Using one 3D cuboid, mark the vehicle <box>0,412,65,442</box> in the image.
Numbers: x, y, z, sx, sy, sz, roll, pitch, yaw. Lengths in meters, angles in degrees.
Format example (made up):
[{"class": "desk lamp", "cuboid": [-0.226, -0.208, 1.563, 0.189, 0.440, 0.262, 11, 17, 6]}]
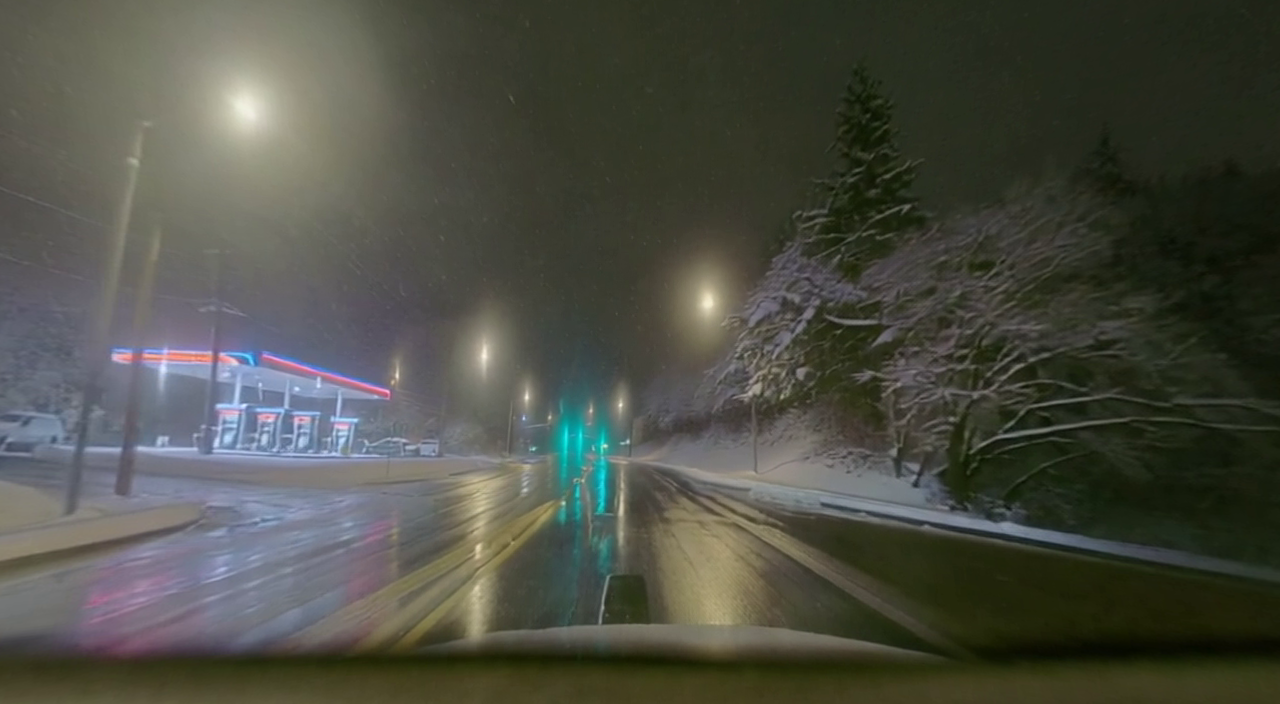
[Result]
[{"class": "vehicle", "cuboid": [-34.052, 4.090, 34.109, 4.399, 1.566, 1.882, -2, -9, 10]}]
